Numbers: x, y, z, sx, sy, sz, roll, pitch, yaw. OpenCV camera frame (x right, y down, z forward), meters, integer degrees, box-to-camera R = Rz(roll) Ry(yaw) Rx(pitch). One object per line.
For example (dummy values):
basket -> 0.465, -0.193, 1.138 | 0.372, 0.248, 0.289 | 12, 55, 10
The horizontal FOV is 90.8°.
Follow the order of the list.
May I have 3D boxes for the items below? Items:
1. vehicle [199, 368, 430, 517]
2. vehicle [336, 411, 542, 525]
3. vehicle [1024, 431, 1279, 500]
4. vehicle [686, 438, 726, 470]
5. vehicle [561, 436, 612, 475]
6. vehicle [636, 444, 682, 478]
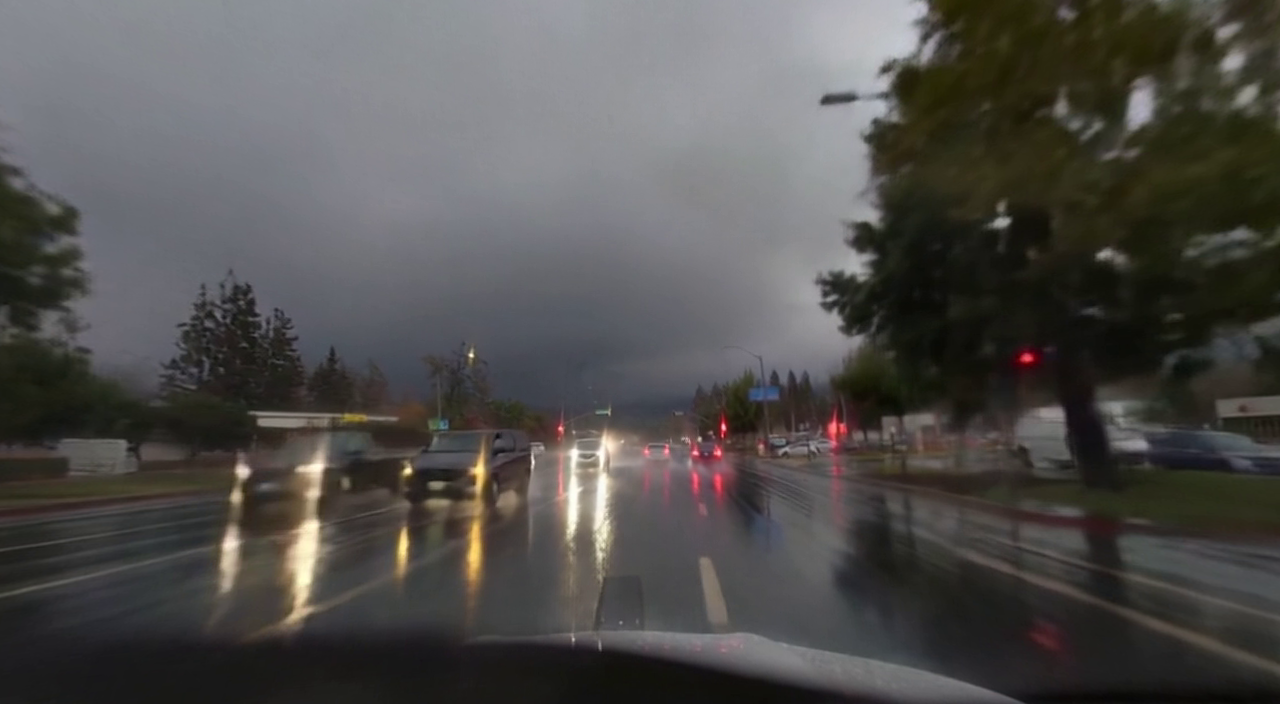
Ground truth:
vehicle -> -7.458, 2.222, 15.542 | 2.251, 2.944, 5.835 | -1, -9, 3
vehicle -> -3.853, 2.390, 13.612 | 2.298, 1.905, 5.777 | -1, -9, 3
vehicle -> 18.349, 3.801, 22.881 | 2.618, 1.565, 11.353 | -3, -6, 4
vehicle -> 3.802, 5.963, 37.122 | 2.046, 1.768, 4.370 | 0, -9, 2
vehicle -> -2.606, 5.219, 32.045 | 2.092, 1.779, 4.468 | 0, -9, 1
vehicle -> 0.812, 4.864, 28.471 | 1.917, 1.418, 3.987 | 0, -9, 0
